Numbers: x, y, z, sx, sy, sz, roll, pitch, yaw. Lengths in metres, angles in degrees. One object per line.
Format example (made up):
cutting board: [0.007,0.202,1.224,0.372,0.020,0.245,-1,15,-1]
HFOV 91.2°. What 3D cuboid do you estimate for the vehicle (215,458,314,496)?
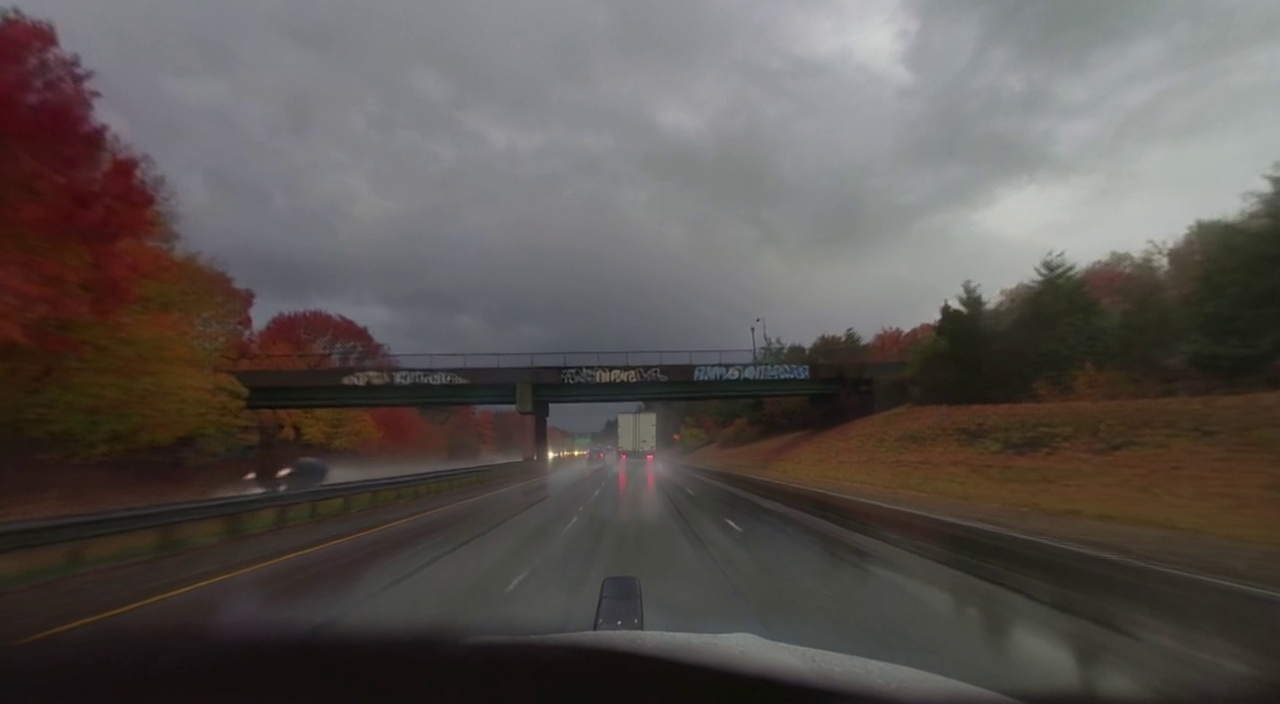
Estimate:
vehicle: [-17.661,5.873,29.777,1.856,1.594,4.581,0,-9,0]
